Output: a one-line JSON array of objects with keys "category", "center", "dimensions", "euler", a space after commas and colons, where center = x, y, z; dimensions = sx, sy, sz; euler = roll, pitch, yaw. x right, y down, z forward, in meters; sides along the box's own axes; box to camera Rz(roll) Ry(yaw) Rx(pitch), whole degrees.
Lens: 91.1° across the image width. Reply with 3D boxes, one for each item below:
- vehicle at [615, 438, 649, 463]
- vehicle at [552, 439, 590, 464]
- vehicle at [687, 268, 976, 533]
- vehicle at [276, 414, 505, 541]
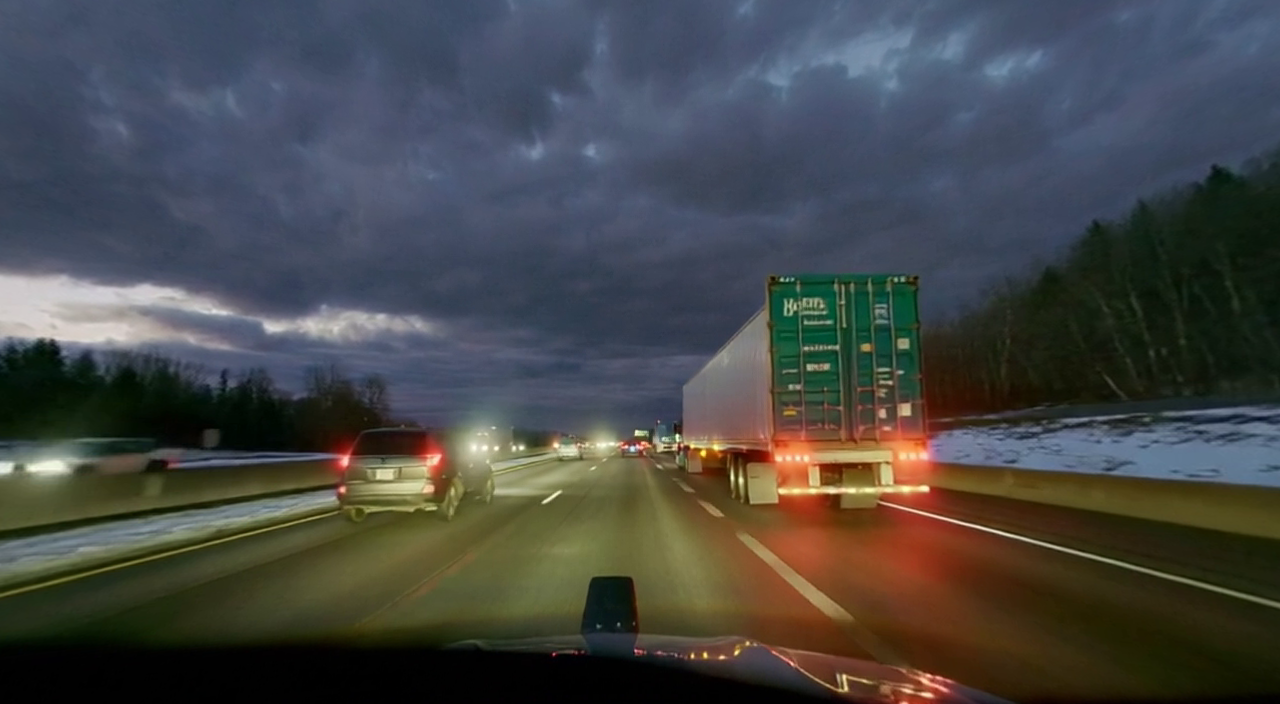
[{"category": "vehicle", "center": [-0.536, 6.460, 41.517], "dimensions": [2.088, 1.567, 4.240], "euler": [0, -8, -1]}, {"category": "vehicle", "center": [-4.391, 6.365, 40.489], "dimensions": [2.021, 1.514, 4.190], "euler": [0, -8, 0]}, {"category": "vehicle", "center": [3.424, 1.664, 16.855], "dimensions": [2.959, 4.058, 14.485], "euler": [0, -8, -1]}, {"category": "vehicle", "center": [-3.831, 1.983, 10.690], "dimensions": [2.054, 1.671, 4.445], "euler": [0, -8, 0]}]
